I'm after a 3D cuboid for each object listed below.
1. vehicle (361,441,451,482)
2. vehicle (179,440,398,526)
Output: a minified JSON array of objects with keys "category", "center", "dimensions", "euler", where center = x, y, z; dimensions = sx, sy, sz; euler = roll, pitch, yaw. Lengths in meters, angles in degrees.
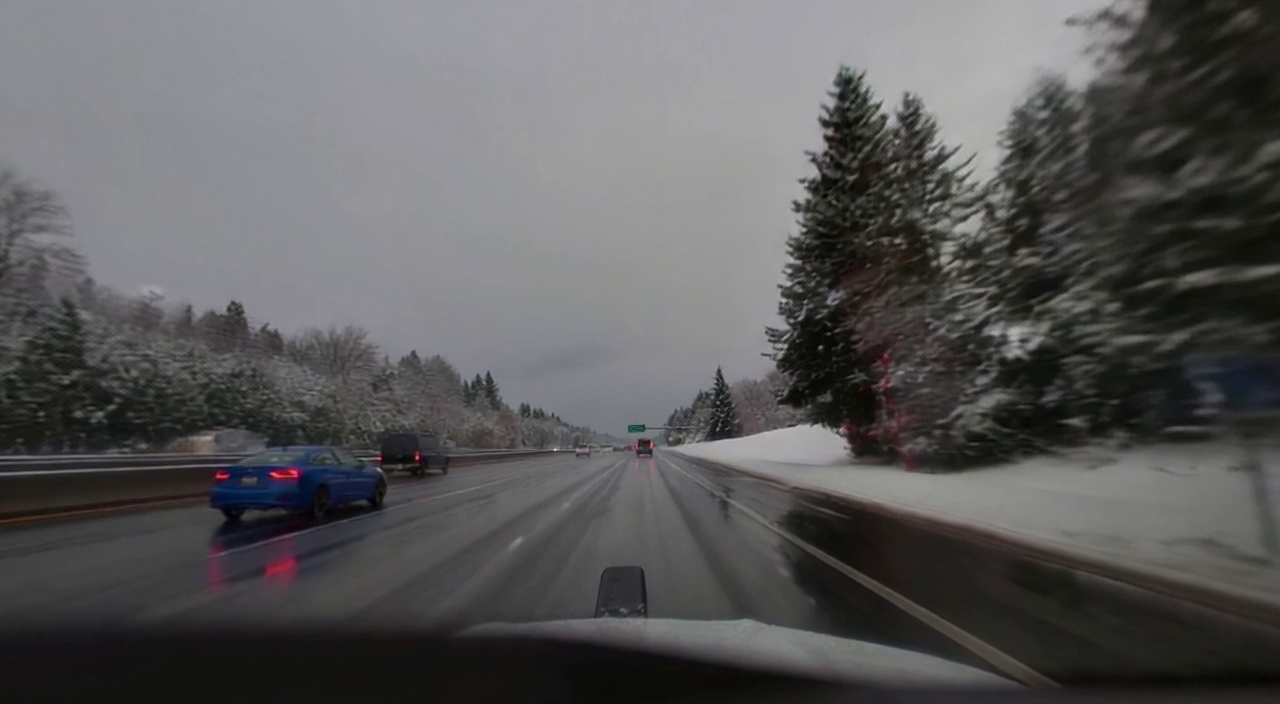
[{"category":"vehicle","center":[-10.887,5.128,29.814],"dimensions":[2.249,1.735,5.018],"euler":[0,-8,1]},{"category":"vehicle","center":[-7.158,2.680,13.608],"dimensions":[1.981,1.486,4.735],"euler":[0,-8,0]}]
